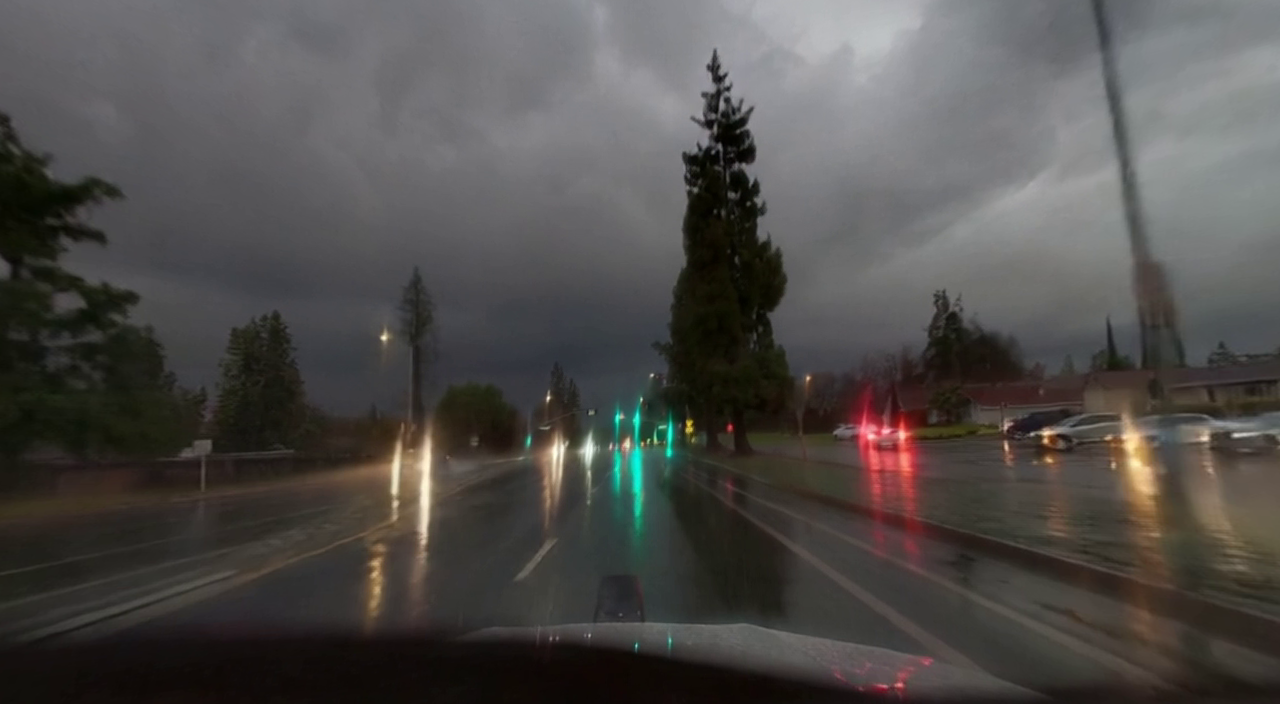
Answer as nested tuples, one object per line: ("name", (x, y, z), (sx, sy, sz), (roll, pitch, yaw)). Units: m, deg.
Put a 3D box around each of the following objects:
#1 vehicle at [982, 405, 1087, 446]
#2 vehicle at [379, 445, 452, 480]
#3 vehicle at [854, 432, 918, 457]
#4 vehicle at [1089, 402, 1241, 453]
("vehicle", (22.649, 4.238, 36.359), (4.512, 1.837, 2.059), (-6, -8, -2))
("vehicle", (-11.451, 5.645, 32.545), (1.999, 1.618, 4.217), (-1, -8, 3))
("vehicle", (15.467, 5.847, 40.016), (1.882, 1.446, 4.741), (0, -8, -4))
("vehicle", (22.301, 3.242, 26.973), (4.579, 1.710, 2.020), (-4, -8, -2))
